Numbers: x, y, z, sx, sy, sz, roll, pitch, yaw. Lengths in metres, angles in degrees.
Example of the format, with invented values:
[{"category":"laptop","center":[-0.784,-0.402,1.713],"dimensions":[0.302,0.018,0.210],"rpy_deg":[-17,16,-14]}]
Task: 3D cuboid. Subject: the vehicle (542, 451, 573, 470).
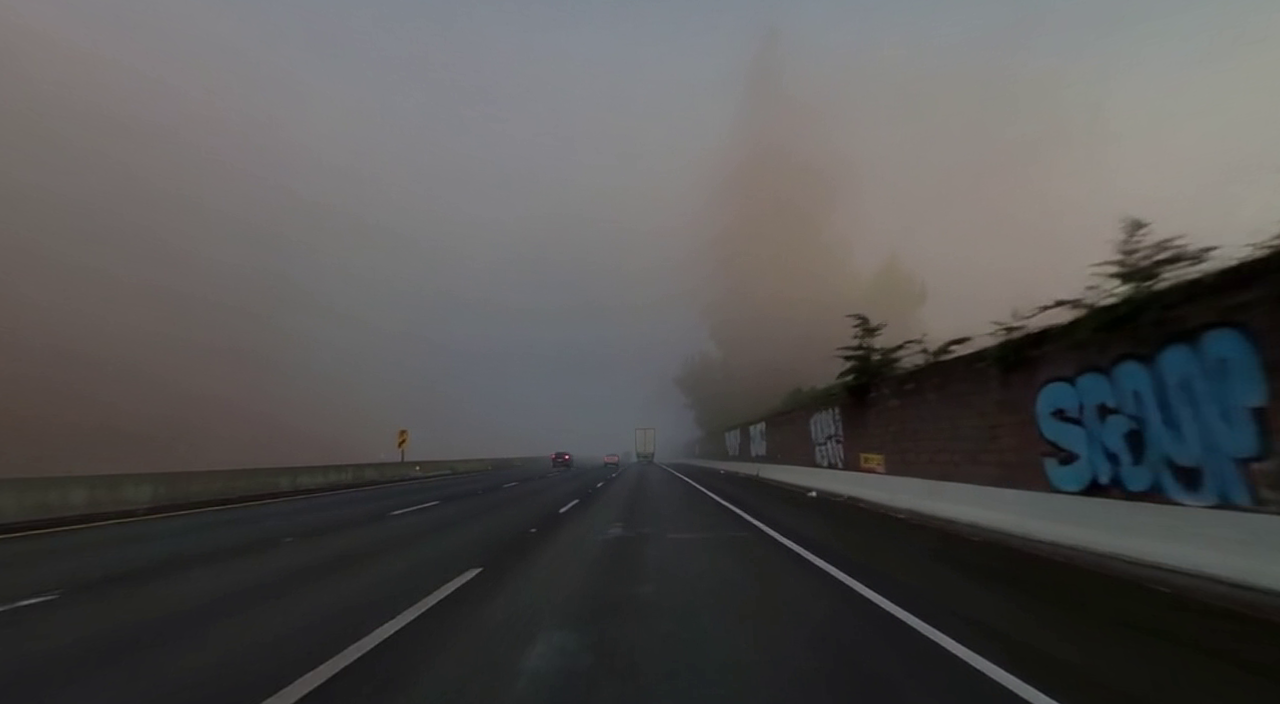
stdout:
[{"category":"vehicle","center":[-6.490,8.544,49.879],"dimensions":[2.027,1.431,3.033],"rpy_deg":[0,-9,1]}]
